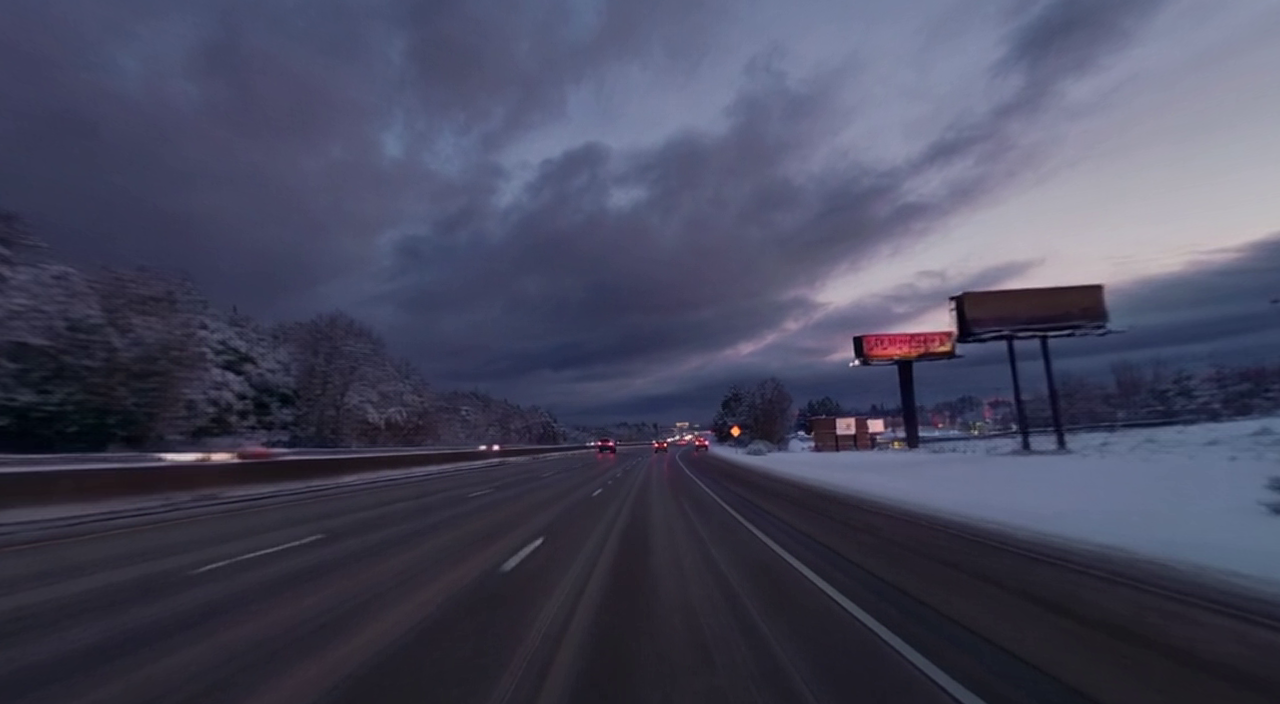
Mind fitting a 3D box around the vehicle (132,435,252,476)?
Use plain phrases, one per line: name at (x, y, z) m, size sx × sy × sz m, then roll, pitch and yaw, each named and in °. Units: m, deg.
vehicle at (-17.066, 3.966, 24.263) m, size 1.768 × 1.431 × 3.605 m, roll 0°, pitch -8°, yaw 4°
